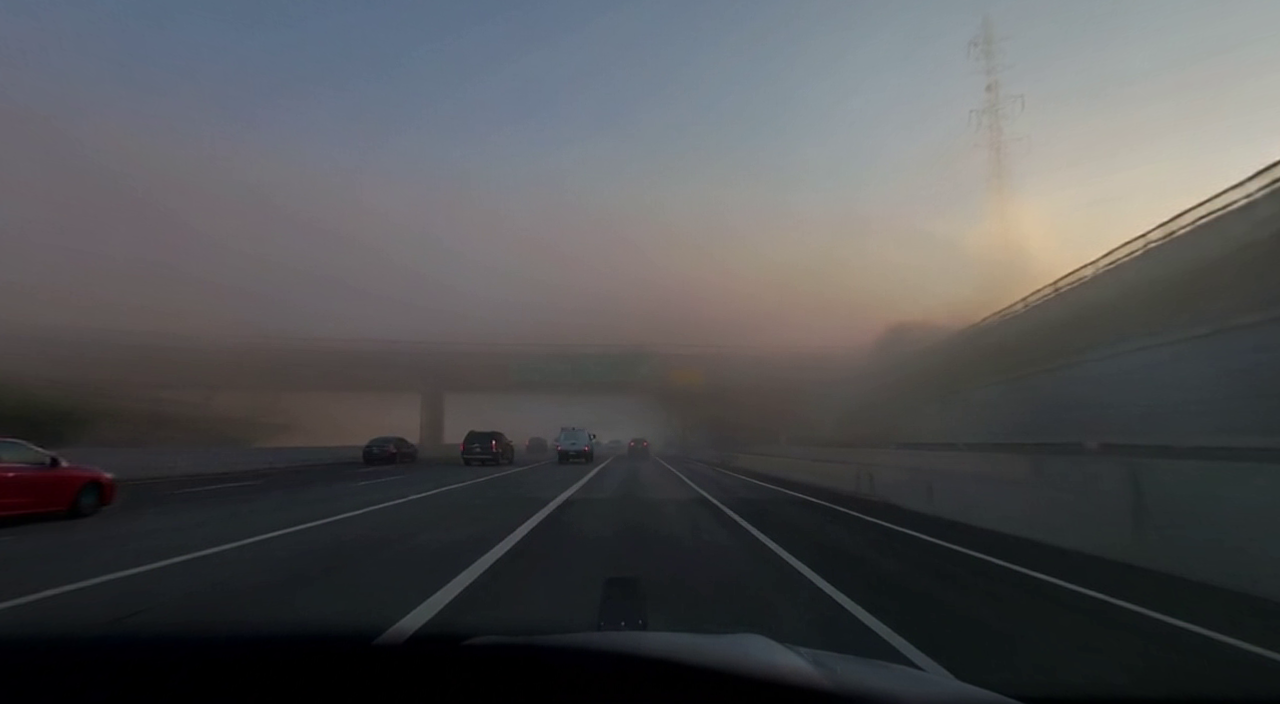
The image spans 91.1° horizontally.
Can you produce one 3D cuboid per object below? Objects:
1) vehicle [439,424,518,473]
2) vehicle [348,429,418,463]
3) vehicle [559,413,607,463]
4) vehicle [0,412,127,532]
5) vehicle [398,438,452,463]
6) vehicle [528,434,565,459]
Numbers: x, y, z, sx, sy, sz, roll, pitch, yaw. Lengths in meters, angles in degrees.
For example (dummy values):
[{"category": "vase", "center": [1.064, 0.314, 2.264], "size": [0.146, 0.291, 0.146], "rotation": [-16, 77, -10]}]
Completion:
[{"category": "vehicle", "center": [-6.928, 4.215, 27.492], "size": [2.179, 1.948, 4.618], "rotation": [0, -8, 1]}, {"category": "vehicle", "center": [-17.091, 6.285, 42.146], "size": [2.258, 2.139, 5.495], "rotation": [0, -8, 2]}, {"category": "vehicle", "center": [-3.399, 5.332, 38.781], "size": [2.301, 2.843, 6.458], "rotation": [0, -8, 0]}, {"category": "vehicle", "center": [-10.141, 1.694, 8.775], "size": [1.940, 1.706, 4.678], "rotation": [0, -8, 0]}, {"category": "vehicle", "center": [-13.509, 6.196, 39.689], "size": [1.899, 1.485, 4.368], "rotation": [0, -8, 0]}, {"category": "vehicle", "center": [-7.002, 7.143, 47.529], "size": [2.109, 1.784, 4.709], "rotation": [0, -8, -1]}]
